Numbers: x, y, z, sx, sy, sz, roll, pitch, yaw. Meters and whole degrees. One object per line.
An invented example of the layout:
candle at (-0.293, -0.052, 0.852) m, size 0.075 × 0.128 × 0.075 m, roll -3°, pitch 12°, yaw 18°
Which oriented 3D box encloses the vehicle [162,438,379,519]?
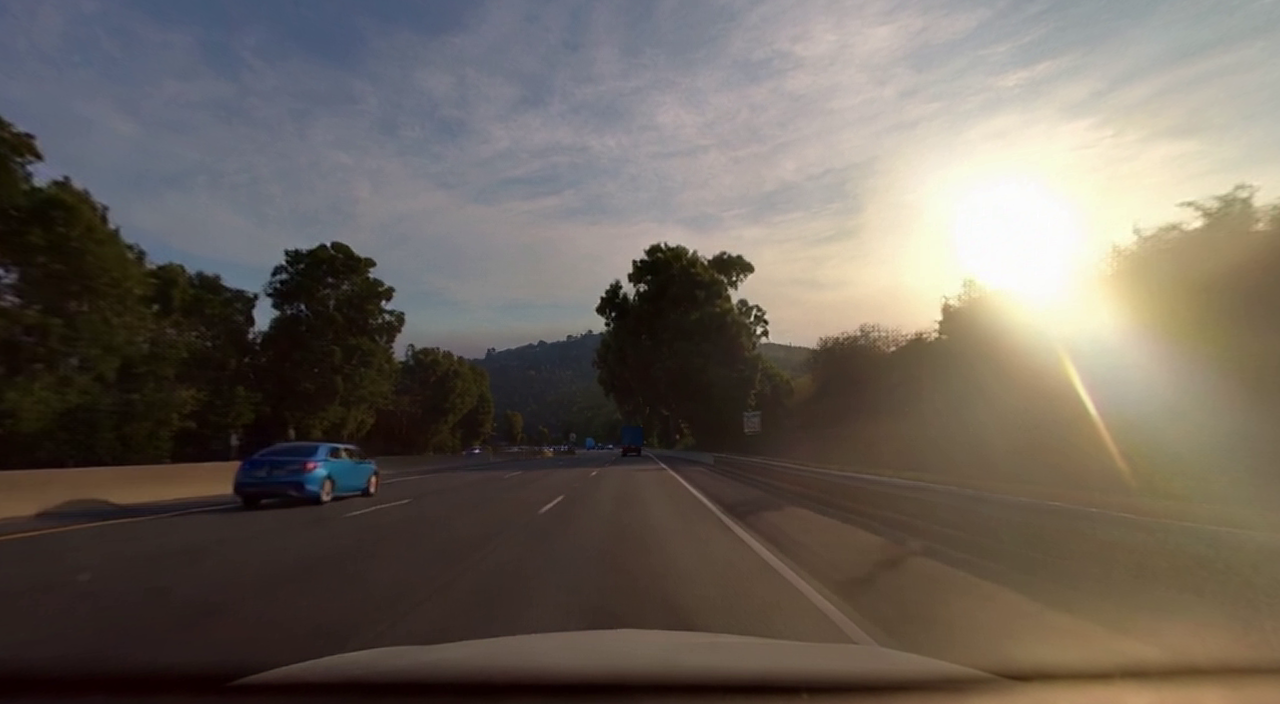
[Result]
vehicle at (-7.913, 2.722, 14.220) m, size 2.155 × 1.504 × 4.490 m, roll 0°, pitch -8°, yaw 0°
